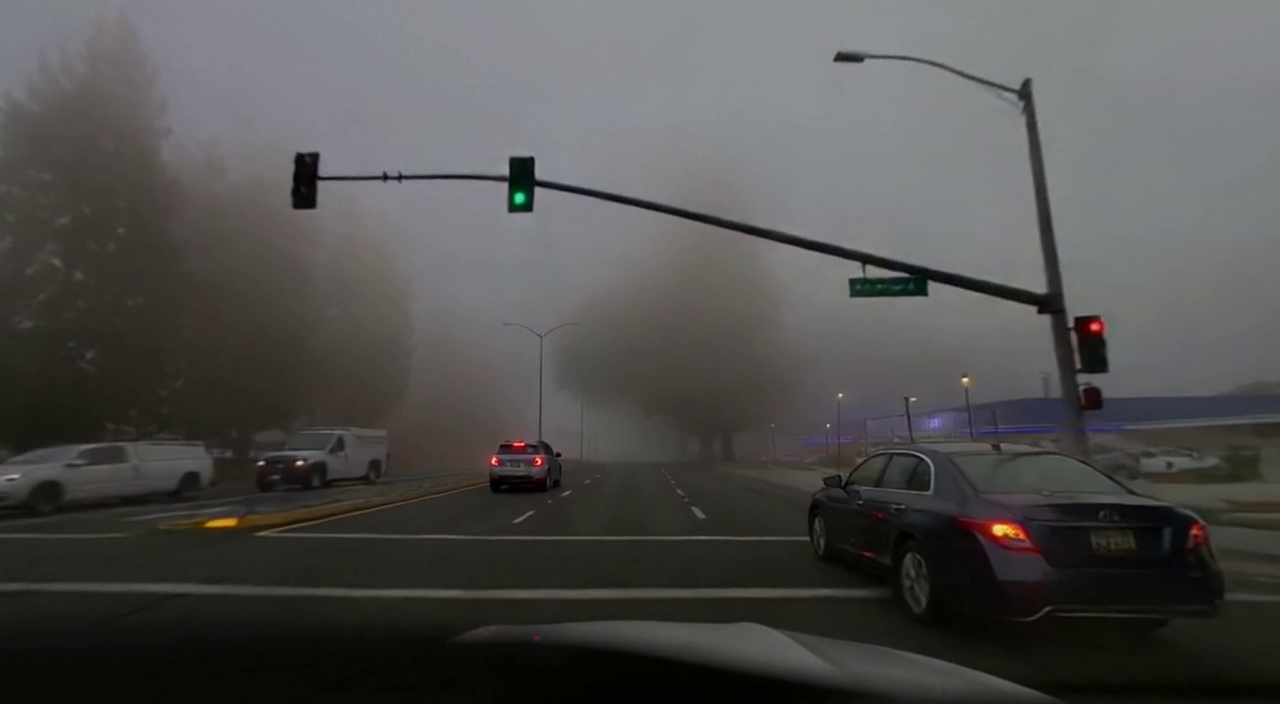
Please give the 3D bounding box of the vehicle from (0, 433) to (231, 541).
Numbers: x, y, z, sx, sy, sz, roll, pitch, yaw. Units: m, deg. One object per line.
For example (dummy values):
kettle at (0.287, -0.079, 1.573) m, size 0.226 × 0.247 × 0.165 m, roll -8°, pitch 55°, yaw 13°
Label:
vehicle at (-10.049, 2.353, 11.655) m, size 1.942 × 1.576 × 4.567 m, roll -1°, pitch -9°, yaw 0°

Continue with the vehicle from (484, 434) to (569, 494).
vehicle at (-3.735, 3.774, 21.686) m, size 1.997 × 1.806 × 4.500 m, roll 0°, pitch -9°, yaw 1°

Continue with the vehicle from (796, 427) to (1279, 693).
vehicle at (3.137, 1.557, 6.094) m, size 1.975 × 1.502 × 4.787 m, roll 0°, pitch -9°, yaw -1°

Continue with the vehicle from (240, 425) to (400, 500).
vehicle at (-9.621, 3.372, 19.660) m, size 2.301 × 1.926 × 5.183 m, roll -2°, pitch -9°, yaw 0°
